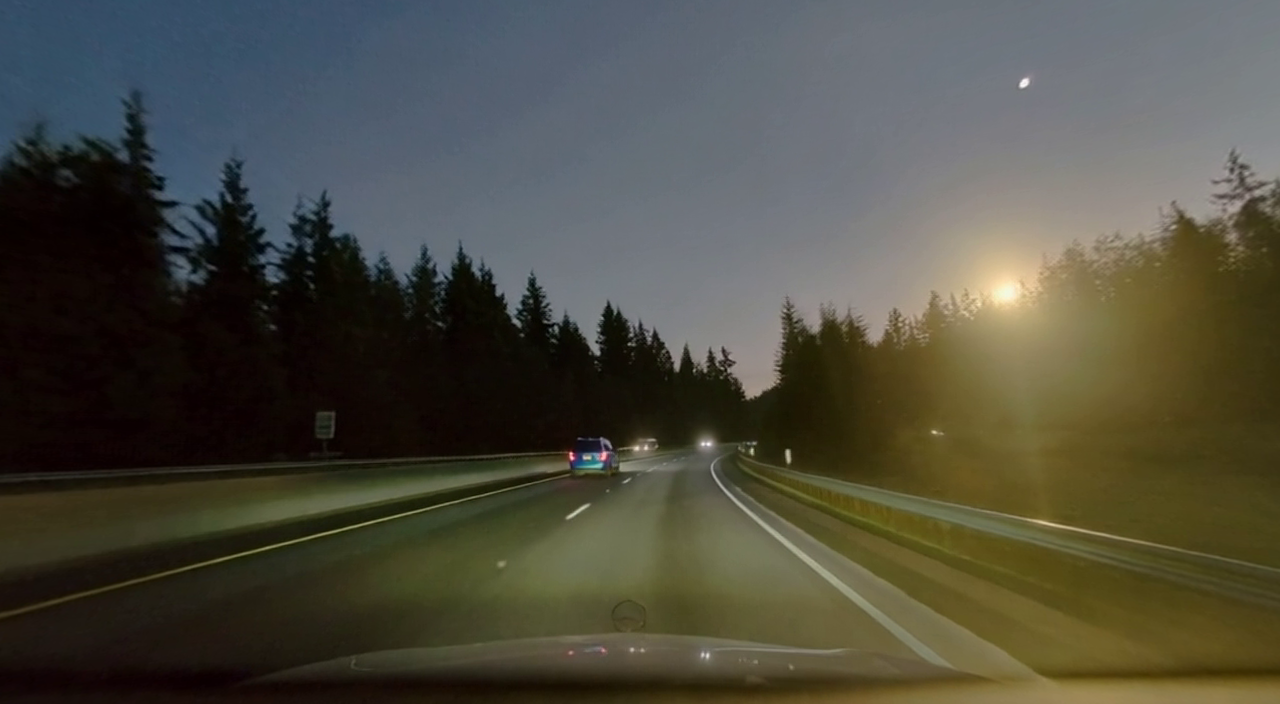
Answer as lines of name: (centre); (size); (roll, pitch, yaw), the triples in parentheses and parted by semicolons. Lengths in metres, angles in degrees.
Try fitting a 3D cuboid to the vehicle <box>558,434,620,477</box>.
vehicle: (-2.169, 4.604, 28.236); (2.005, 1.752, 4.479); (-1, -8, 5)
